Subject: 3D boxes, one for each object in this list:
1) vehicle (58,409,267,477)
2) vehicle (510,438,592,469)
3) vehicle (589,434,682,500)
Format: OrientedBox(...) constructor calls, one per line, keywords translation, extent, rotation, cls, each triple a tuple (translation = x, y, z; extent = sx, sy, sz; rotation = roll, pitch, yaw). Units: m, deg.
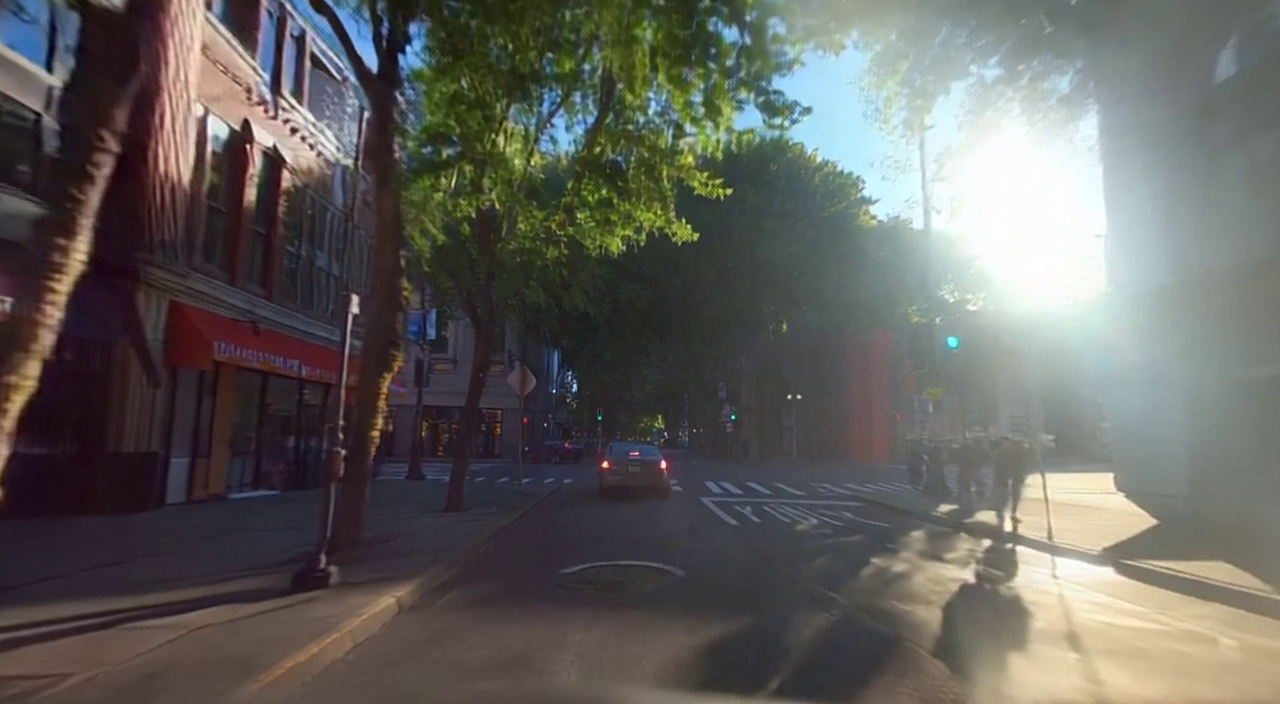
OrientedBox(translation=(-17.958, 3.472, 24.080), extent=(5.858, 2.396, 2.319), rotation=(1, -9, -2), cls="vehicle")
OrientedBox(translation=(-4.721, 5.302, 33.162), extent=(1.871, 1.468, 4.627), rotation=(8, -12, -44), cls="vehicle")
OrientedBox(translation=(-0.165, 2.956, 16.698), extent=(2.106, 1.482, 4.459), rotation=(0, -9, -2), cls="vehicle")
